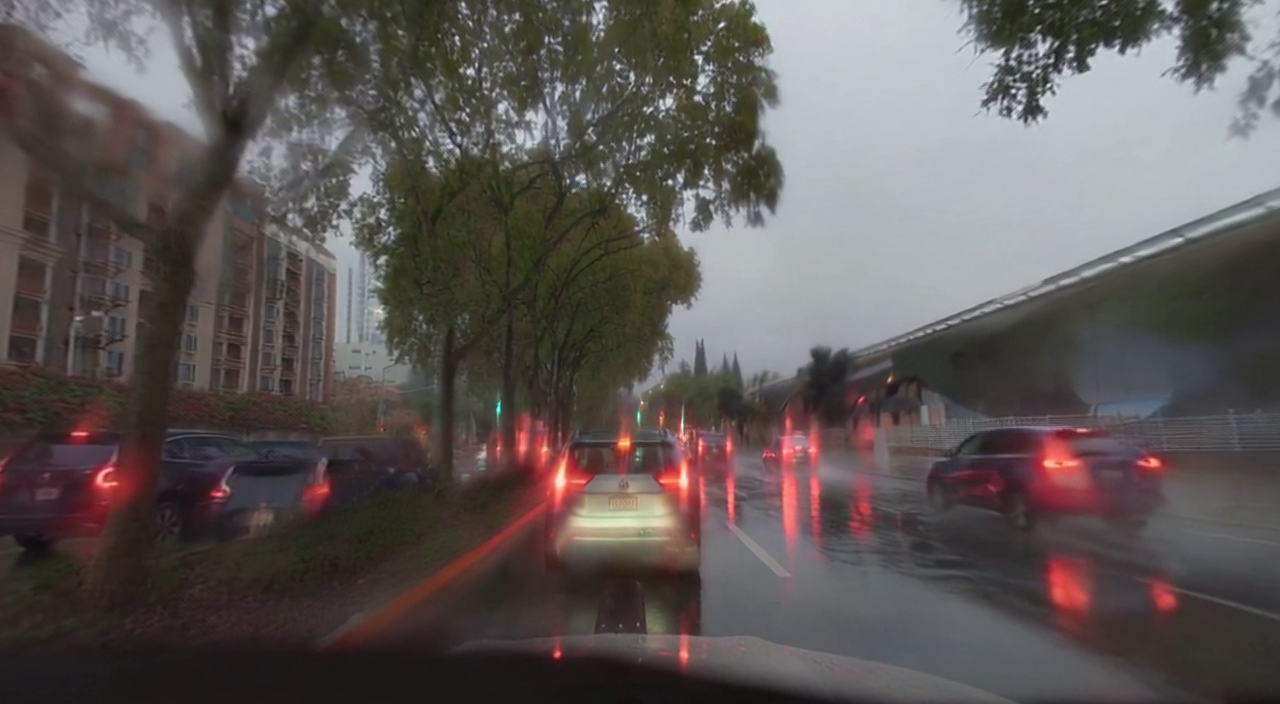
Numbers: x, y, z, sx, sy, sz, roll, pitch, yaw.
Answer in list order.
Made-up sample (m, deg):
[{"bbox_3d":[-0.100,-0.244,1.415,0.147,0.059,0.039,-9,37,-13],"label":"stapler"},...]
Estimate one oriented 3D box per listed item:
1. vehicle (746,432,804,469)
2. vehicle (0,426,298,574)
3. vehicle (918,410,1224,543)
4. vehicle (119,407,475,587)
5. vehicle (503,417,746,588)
[{"bbox_3d":[6.672,4.928,31.696,1.889,1.681,4.120,0,-9,-1],"label":"vehicle"},{"bbox_3d":[-6.980,1.861,8.790,1.860,1.491,4.586,0,-8,0],"label":"vehicle"},{"bbox_3d":[6.267,1.845,9.925,1.895,1.633,4.030,0,-9,0],"label":"vehicle"},{"bbox_3d":[-3.705,1.644,8.001,2.009,1.619,4.376,0,-8,1],"label":"vehicle"},{"bbox_3d":[-0.175,1.654,7.789,2.161,1.501,4.184,0,-8,-1],"label":"vehicle"}]
